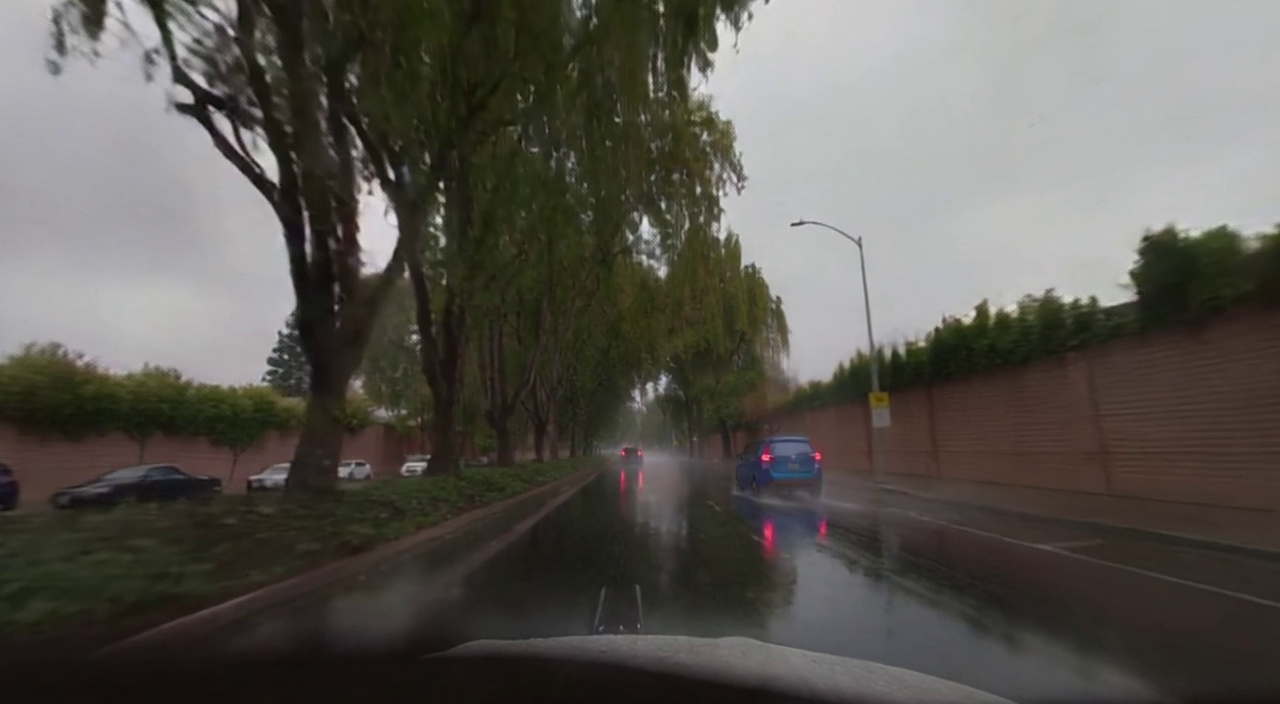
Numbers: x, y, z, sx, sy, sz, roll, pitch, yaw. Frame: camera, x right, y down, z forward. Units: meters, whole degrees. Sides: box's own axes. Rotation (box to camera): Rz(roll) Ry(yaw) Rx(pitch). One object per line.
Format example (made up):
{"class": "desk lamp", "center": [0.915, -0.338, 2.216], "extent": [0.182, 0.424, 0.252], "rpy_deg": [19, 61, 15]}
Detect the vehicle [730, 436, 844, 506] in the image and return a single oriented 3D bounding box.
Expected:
{"class": "vehicle", "center": [4.074, 3.386, 18.407], "extent": [2.155, 1.752, 4.456], "rpy_deg": [0, -9, -1]}

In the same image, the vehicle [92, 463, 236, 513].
{"class": "vehicle", "center": [-17.097, 4.870, 22.998], "extent": [1.933, 1.494, 4.259], "rpy_deg": [0, -8, 0]}

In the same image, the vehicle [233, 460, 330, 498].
{"class": "vehicle", "center": [-17.468, 6.188, 31.076], "extent": [2.099, 1.558, 4.533], "rpy_deg": [-1, -8, 0]}

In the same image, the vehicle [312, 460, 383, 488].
{"class": "vehicle", "center": [-17.687, 7.397, 38.500], "extent": [2.071, 1.489, 4.724], "rpy_deg": [-1, -9, 0]}

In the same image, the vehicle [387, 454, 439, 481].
{"class": "vehicle", "center": [-17.412, 8.886, 48.743], "extent": [2.096, 1.816, 5.362], "rpy_deg": [-4, -9, -1]}
